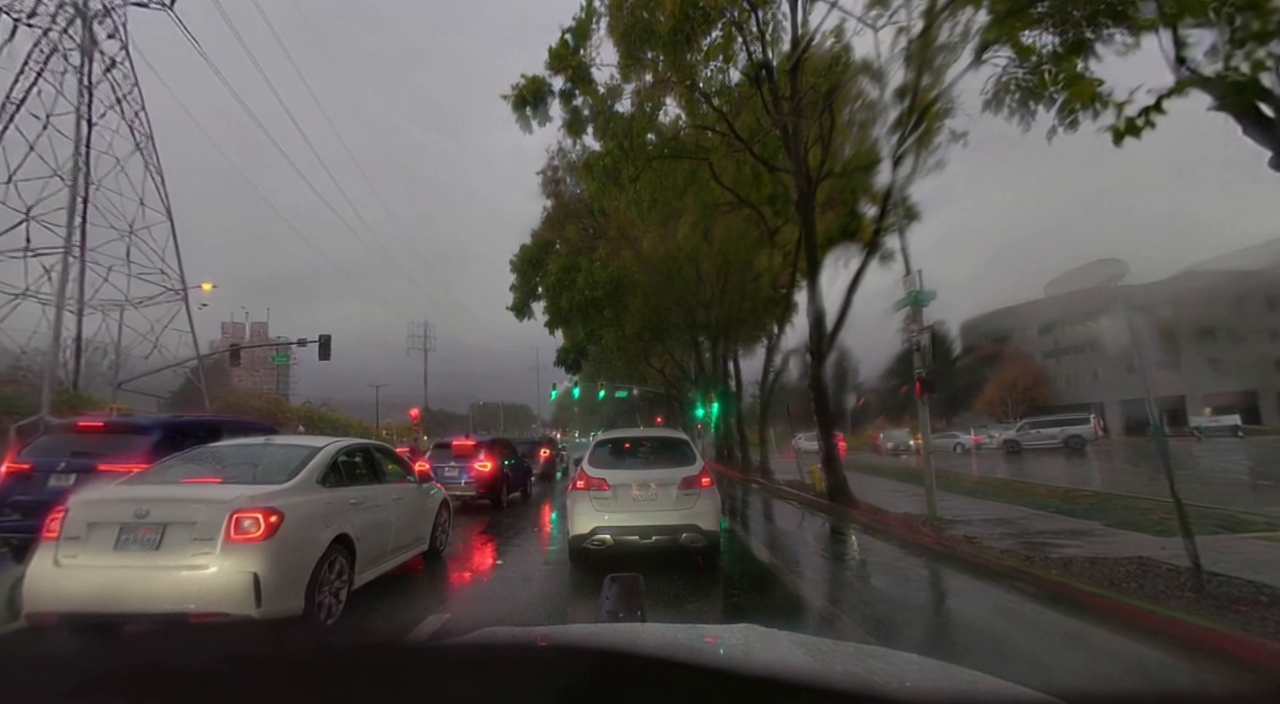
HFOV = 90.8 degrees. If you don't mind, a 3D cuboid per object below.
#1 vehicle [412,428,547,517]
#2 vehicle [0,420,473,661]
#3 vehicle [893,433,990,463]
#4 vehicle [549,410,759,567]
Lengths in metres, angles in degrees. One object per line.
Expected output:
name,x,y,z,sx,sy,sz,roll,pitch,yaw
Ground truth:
vehicle,-3.260,2.520,13.677,1.997,1.636,3.760,0,-8,-1
vehicle,-3.179,1.496,6.209,1.973,1.469,4.448,0,-8,-2
vehicle,15.086,4.800,31.708,3.858,1.437,1.899,0,-8,-4
vehicle,0.079,1.771,8.949,2.239,1.661,4.224,0,-8,-2
